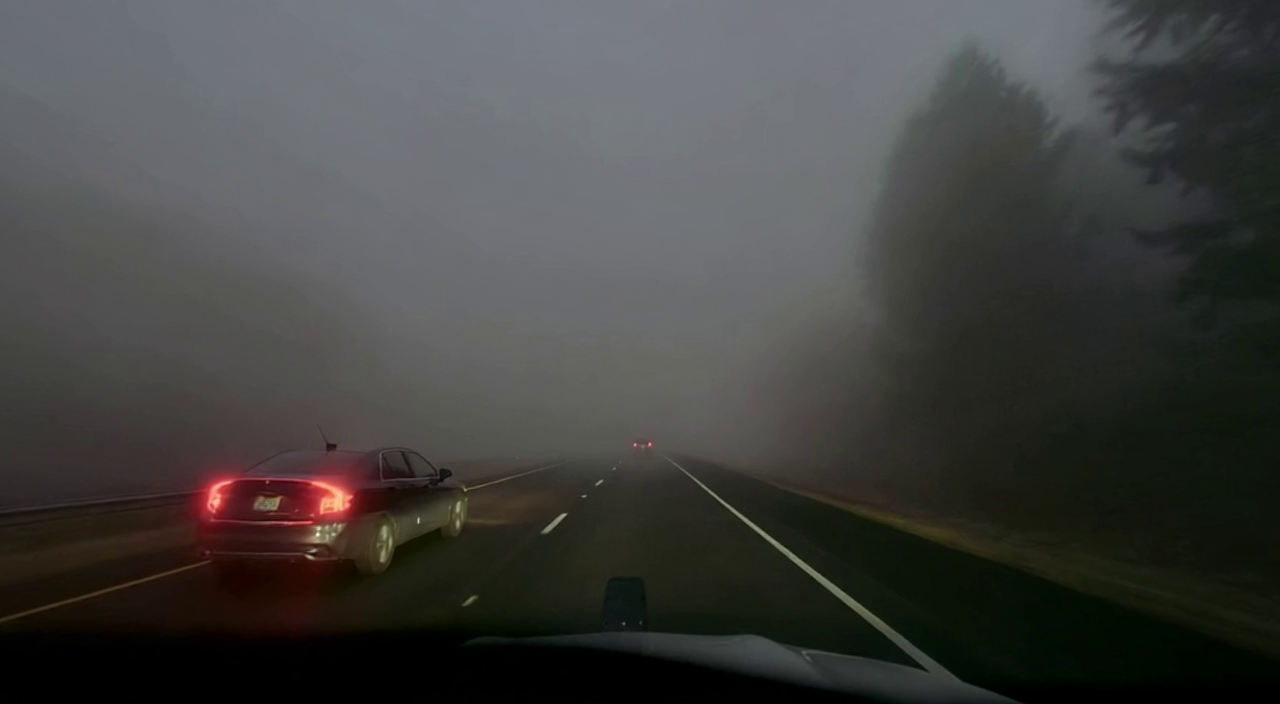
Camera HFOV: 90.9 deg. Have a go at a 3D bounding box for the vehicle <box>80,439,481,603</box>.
[{"bbox_3d":[-3.561,1.737,7.536,2.096,1.343,4.503,0,-8,1],"label":"vehicle"}]
